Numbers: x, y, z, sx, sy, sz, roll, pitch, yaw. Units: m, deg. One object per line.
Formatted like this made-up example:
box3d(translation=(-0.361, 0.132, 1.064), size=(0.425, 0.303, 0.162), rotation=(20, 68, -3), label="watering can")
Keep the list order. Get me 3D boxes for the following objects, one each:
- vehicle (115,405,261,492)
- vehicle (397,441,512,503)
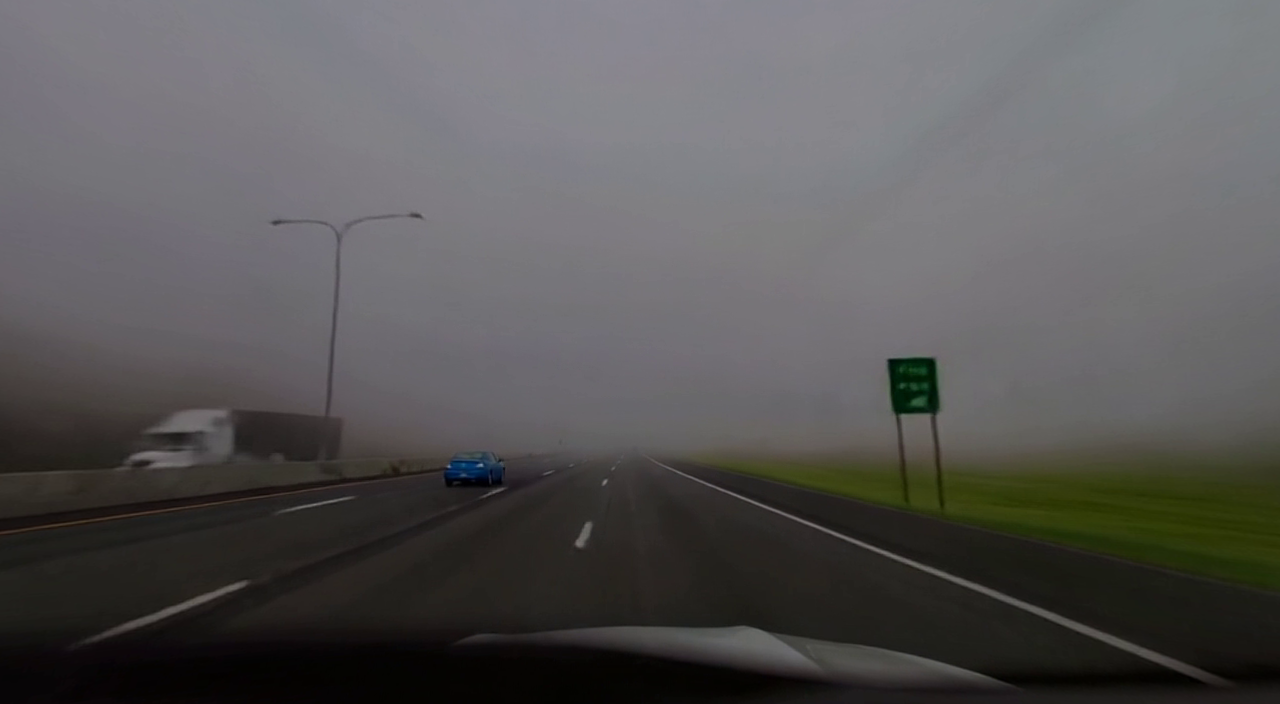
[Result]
box3d(translation=(-22.577, 4.869, 32.057), size=(2.928, 3.915, 5.990), rotation=(0, -8, -2), label="vehicle")
box3d(translation=(-5.080, 3.330, 17.913), size=(2.121, 1.537, 3.852), rotation=(0, -8, -1), label="vehicle")
